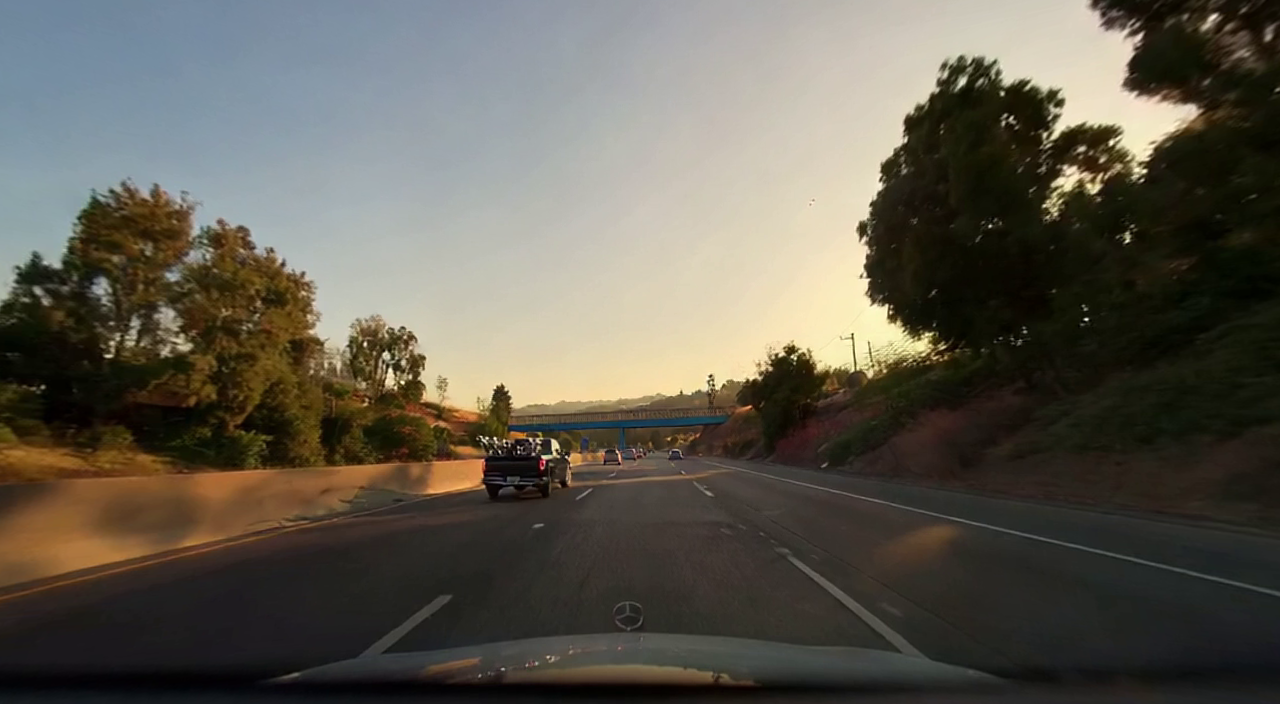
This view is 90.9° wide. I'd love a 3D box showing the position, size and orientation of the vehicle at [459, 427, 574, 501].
[{"bbox_3d":[-3.554,3.391,19.479,2.369,1.948,5.343,0,-9,1],"label":"vehicle"}]
